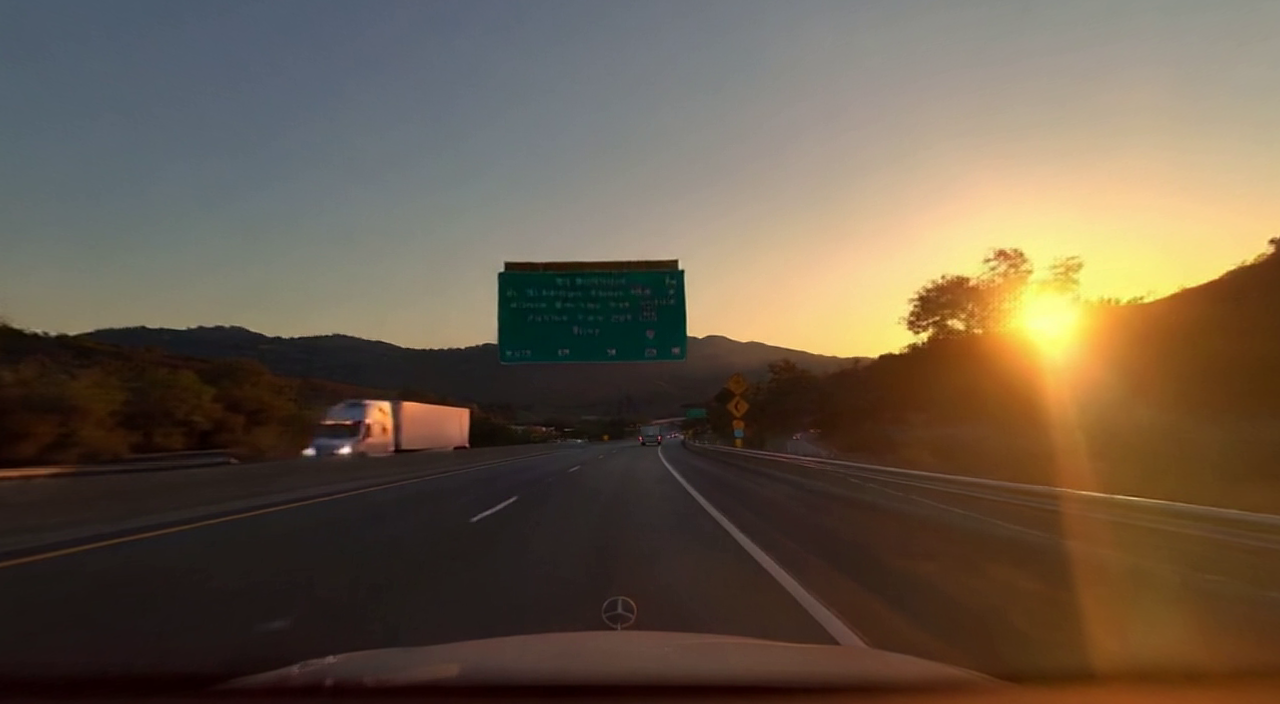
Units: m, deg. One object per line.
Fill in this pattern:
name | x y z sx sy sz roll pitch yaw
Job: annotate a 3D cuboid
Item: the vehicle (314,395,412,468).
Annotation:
vehicle | -17.414 5.088 40.070 3.017 4.196 6.536 0 -8 1
